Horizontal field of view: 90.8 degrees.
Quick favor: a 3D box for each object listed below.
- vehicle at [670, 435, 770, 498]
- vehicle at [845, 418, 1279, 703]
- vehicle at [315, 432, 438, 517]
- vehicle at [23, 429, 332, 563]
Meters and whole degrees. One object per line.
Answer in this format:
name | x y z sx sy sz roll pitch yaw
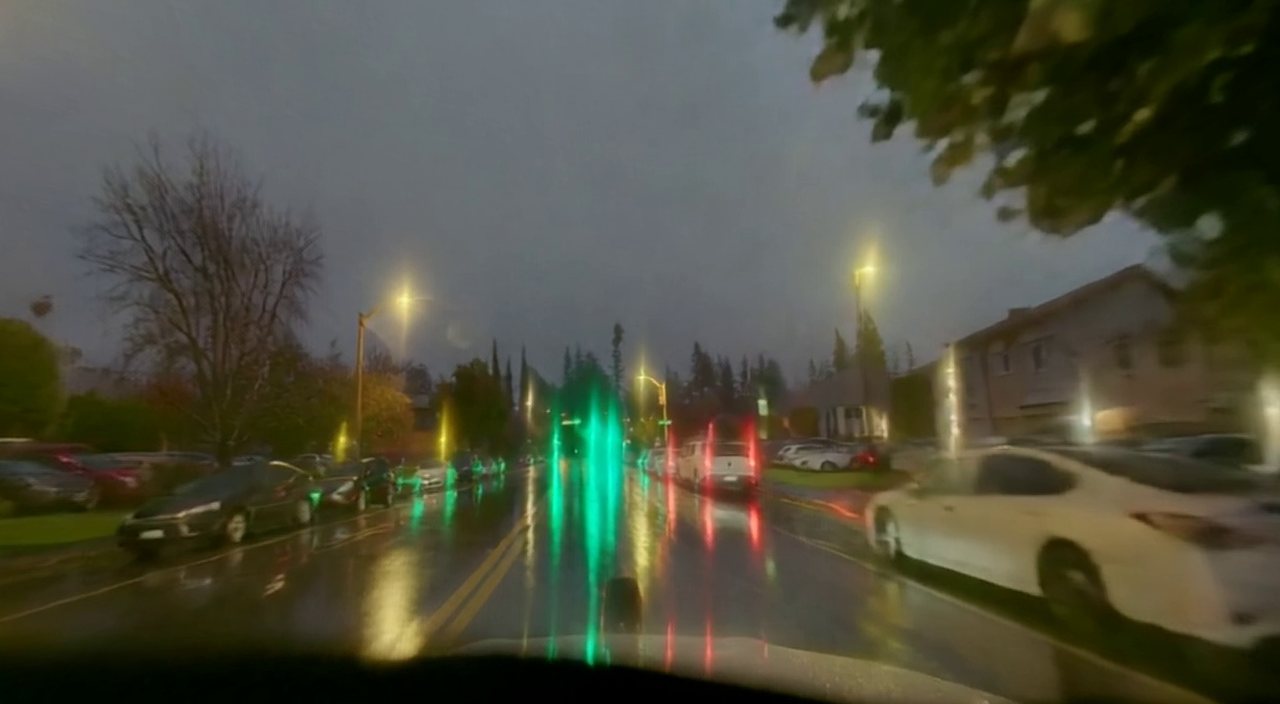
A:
vehicle | 2.555 3.864 21.814 2.255 1.863 5.629 1 -9 -5
vehicle | 3.920 1.484 5.918 2.016 1.509 4.789 1 -9 -5
vehicle | -8.642 3.928 21.352 2.382 2.223 5.472 -3 -6 -7
vehicle | -8.019 2.606 11.920 2.171 1.838 5.344 -1 -11 -6
